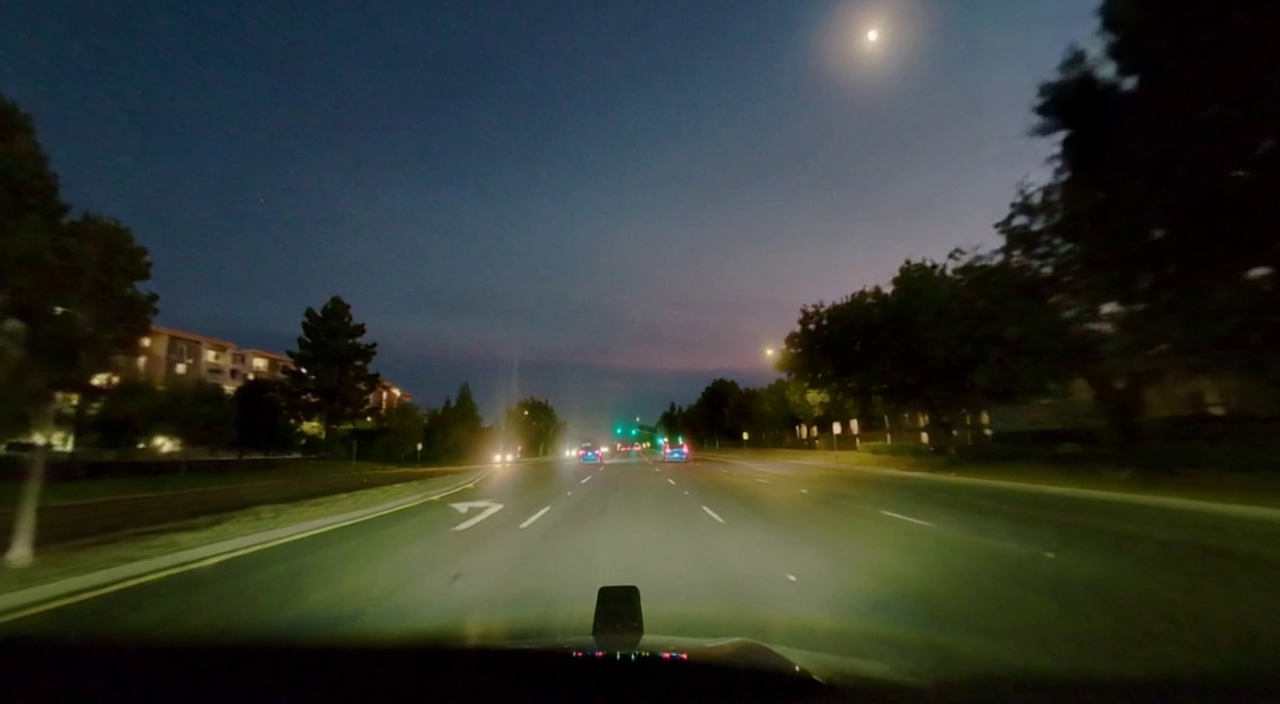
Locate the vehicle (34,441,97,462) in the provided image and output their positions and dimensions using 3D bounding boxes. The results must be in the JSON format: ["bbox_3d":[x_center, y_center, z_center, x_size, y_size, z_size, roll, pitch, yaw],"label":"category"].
[{"bbox_3d":[-45.117,7.833,49.613,3.379,1.375,1.601,-4,-9,-1],"label":"vehicle"}]

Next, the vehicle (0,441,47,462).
[{"bbox_3d":[-44.604,6.943,44.128,4.295,1.423,1.971,0,-8,1],"label":"vehicle"}]

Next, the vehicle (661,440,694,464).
[{"bbox_3d":[2.813,7.553,47.961,2.072,1.696,4.177,0,-8,-2],"label":"vehicle"}]
